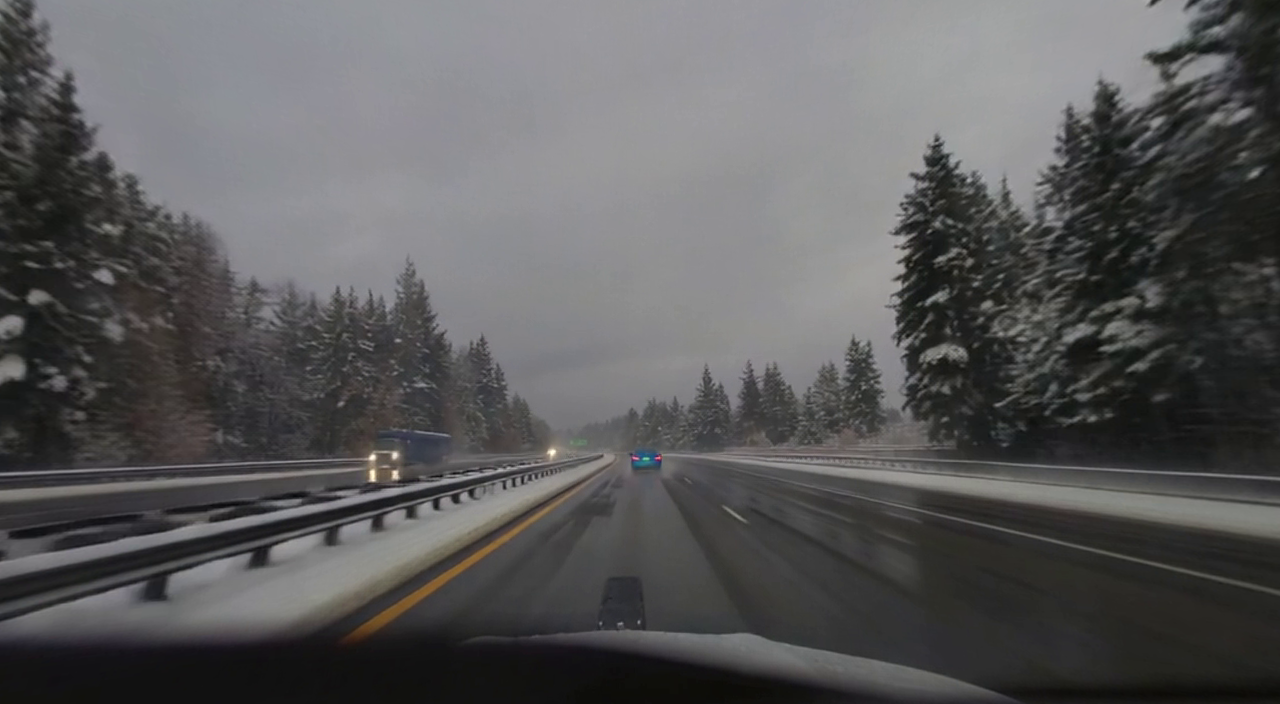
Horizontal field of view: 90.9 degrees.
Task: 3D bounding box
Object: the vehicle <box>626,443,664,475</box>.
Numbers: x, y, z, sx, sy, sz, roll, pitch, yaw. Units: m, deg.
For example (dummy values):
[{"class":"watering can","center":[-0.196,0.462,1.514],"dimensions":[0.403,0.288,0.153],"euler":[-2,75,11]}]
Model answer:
[{"class":"vehicle","center":[0.233,5.814,34.396],"dimensions":[1.987,1.658,3.620],"euler":[0,-9,0]}]
